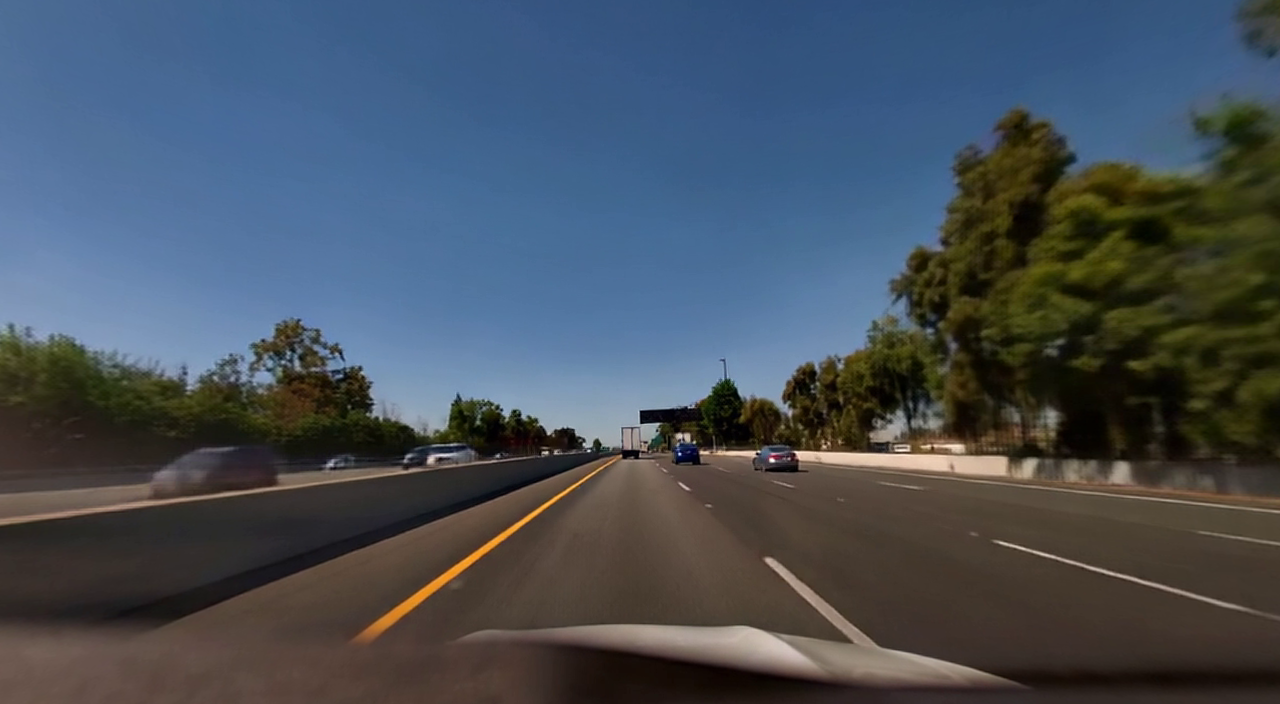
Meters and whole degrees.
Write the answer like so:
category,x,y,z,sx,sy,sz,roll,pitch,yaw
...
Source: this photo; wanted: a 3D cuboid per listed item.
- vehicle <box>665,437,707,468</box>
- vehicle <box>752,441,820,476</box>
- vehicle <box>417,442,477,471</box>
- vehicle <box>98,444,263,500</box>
category,x,y,z,sx,sy,sz,roll,pitch,yaw
vehicle,2.841,6.385,40.345,2.258,1.824,4.908,0,-9,-1
vehicle,6.483,4.758,28.521,2.009,1.456,4.097,0,-9,-1
vehicle,-11.353,6.166,37.526,2.053,1.602,4.777,0,-9,0
vehicle,-15.001,3.881,21.048,2.038,1.583,4.642,0,-8,0
